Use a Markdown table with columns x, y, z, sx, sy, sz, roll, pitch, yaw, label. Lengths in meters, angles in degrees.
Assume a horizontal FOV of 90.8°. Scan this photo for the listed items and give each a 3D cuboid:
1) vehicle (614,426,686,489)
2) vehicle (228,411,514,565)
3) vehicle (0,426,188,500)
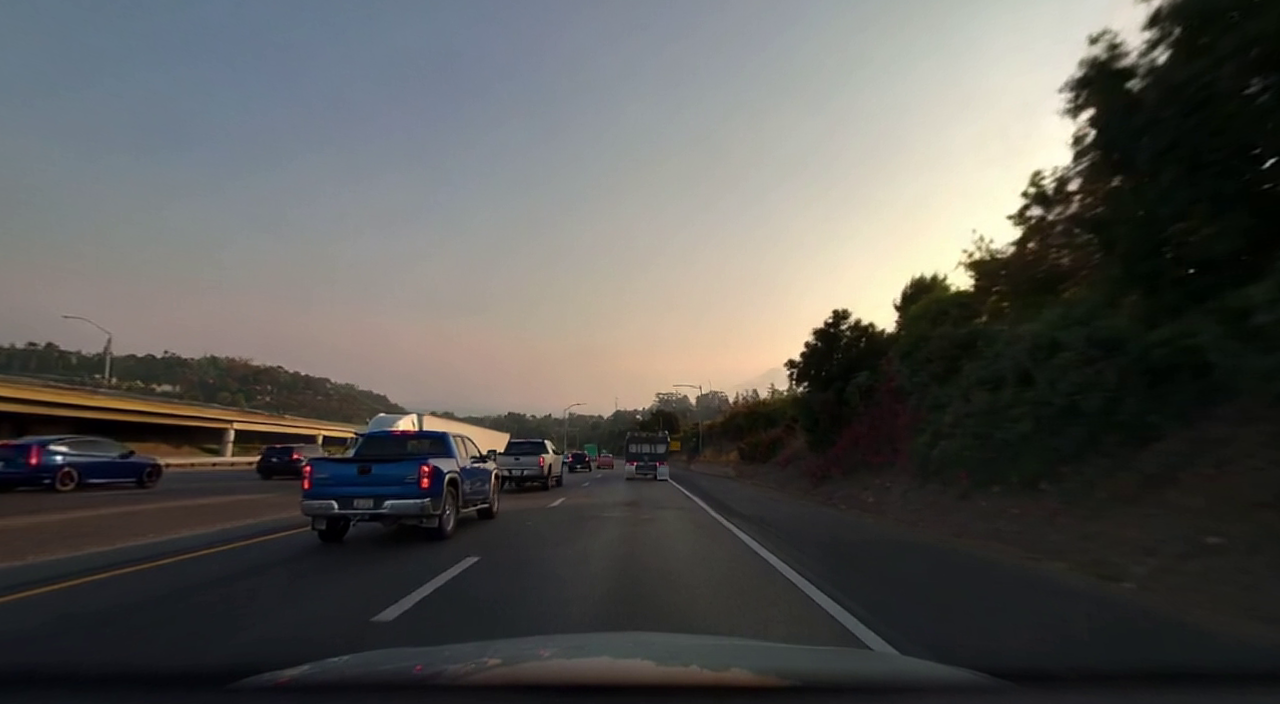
| x | y | z | sx | sy | sz | roll | pitch | yaw | label |
| --- | --- | --- | --- | --- | --- | --- | --- | --- | --- |
| 0.301 | 4.830 | 29.275 | 2.886 | 2.471 | 7.692 | 0 | -9 | -1 | vehicle |
| -3.774 | 2.040 | 10.230 | 2.303 | 1.835 | 5.044 | -1 | -9 | 1 | vehicle |
| -13.359 | 2.591 | 15.012 | 1.828 | 1.482 | 4.204 | -1 | -9 | 6 | vehicle |
